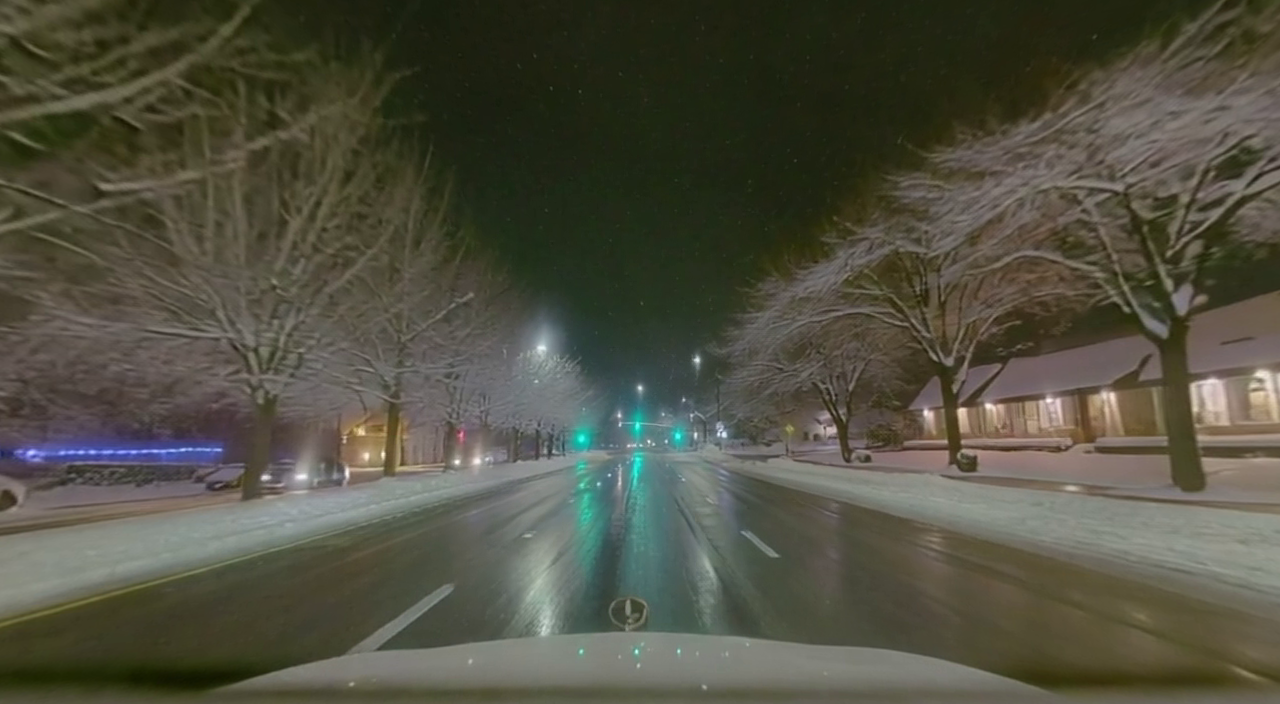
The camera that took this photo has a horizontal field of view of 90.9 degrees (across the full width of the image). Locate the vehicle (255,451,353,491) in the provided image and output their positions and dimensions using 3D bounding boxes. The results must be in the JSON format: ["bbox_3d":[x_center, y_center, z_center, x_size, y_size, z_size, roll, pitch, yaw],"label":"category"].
[{"bbox_3d":[-14.344,5.075,27.239,1.829,1.505,4.275,0,-8,1],"label":"vehicle"}]

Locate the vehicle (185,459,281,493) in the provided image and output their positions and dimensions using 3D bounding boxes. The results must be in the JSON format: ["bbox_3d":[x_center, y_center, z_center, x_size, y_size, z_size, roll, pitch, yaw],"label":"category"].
[{"bbox_3d":[-21.684,6.571,33.820,1.881,1.537,4.611,-3,-9,3],"label":"vehicle"}]

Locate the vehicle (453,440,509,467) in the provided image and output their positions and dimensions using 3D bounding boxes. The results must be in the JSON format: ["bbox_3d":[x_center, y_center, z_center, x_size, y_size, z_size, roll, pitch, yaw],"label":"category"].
[{"bbox_3d":[-11.654,7.472,46.671,2.401,1.892,5.928,-1,-8,2],"label":"vehicle"}]
